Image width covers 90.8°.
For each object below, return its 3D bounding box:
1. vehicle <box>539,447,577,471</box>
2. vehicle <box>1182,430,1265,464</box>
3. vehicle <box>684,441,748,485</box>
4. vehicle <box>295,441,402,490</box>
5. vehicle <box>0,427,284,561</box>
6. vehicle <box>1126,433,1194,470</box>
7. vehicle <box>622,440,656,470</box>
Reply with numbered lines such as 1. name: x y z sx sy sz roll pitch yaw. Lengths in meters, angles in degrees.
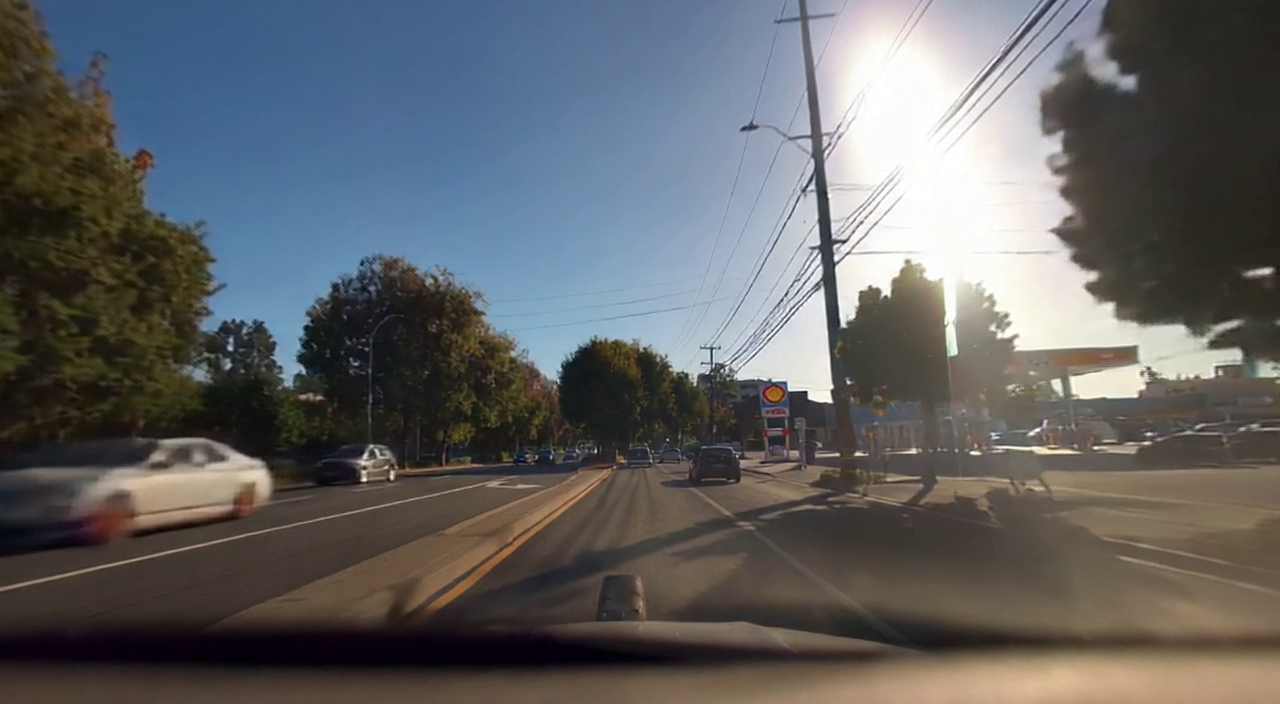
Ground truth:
1. vehicle: -5.421 7.111 42.269 2.032 1.487 4.413 0 -8 -2
2. vehicle: 27.449 4.482 29.863 1.825 1.476 3.833 -5 -9 27
3. vehicle: 3.012 4.470 25.816 1.990 1.592 4.294 0 -8 -1
4. vehicle: -11.778 4.570 25.941 2.165 1.810 4.607 0 -8 0
5. vehicle: -8.393 2.159 10.402 2.518 1.719 4.314 0 -8 0
6. vehicle: 24.358 4.621 29.736 2.071 1.528 4.644 -6 -9 35
7. vehicle: -0.103 6.872 42.345 2.163 1.825 4.073 0 -8 0
